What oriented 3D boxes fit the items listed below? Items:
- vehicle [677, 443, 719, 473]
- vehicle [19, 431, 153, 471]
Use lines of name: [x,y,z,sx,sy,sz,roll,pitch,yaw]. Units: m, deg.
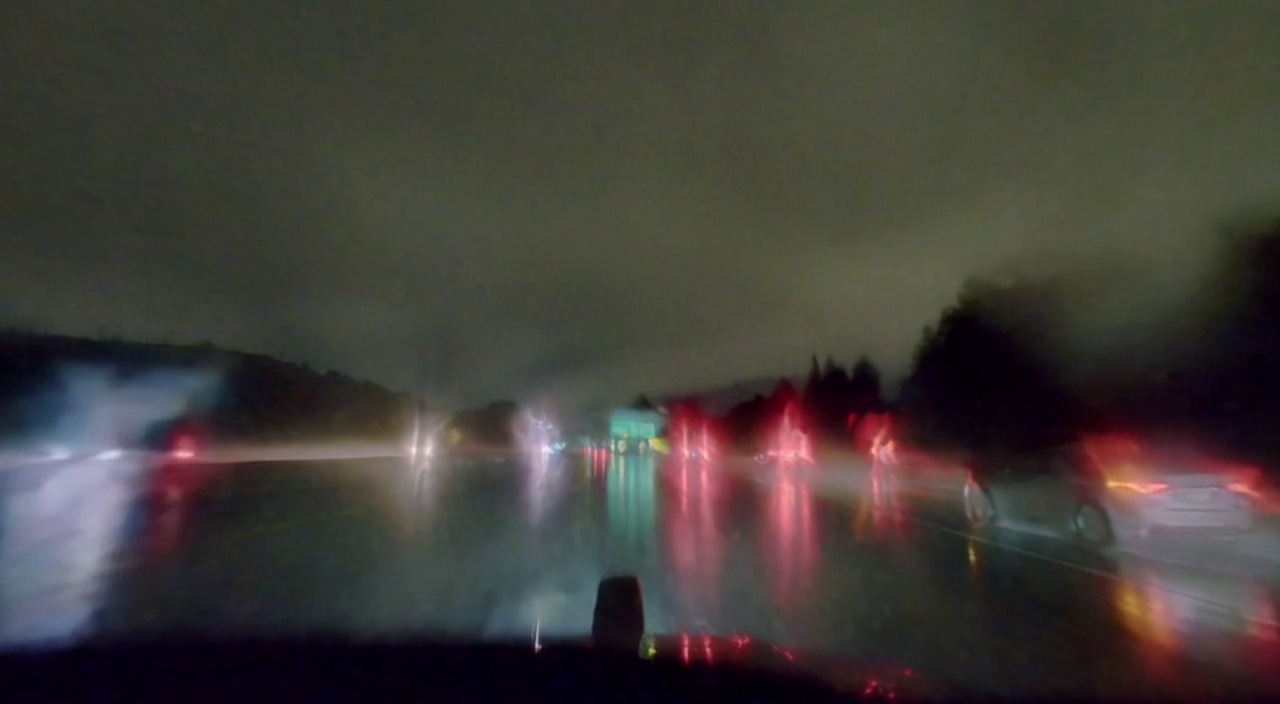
vehicle: [3.152,5.849,34.742,1.895,1.555,4.030,0,-9,0]
vehicle: [-23.629,4.261,26.979,1.766,1.537,4.352,-1,-9,0]
